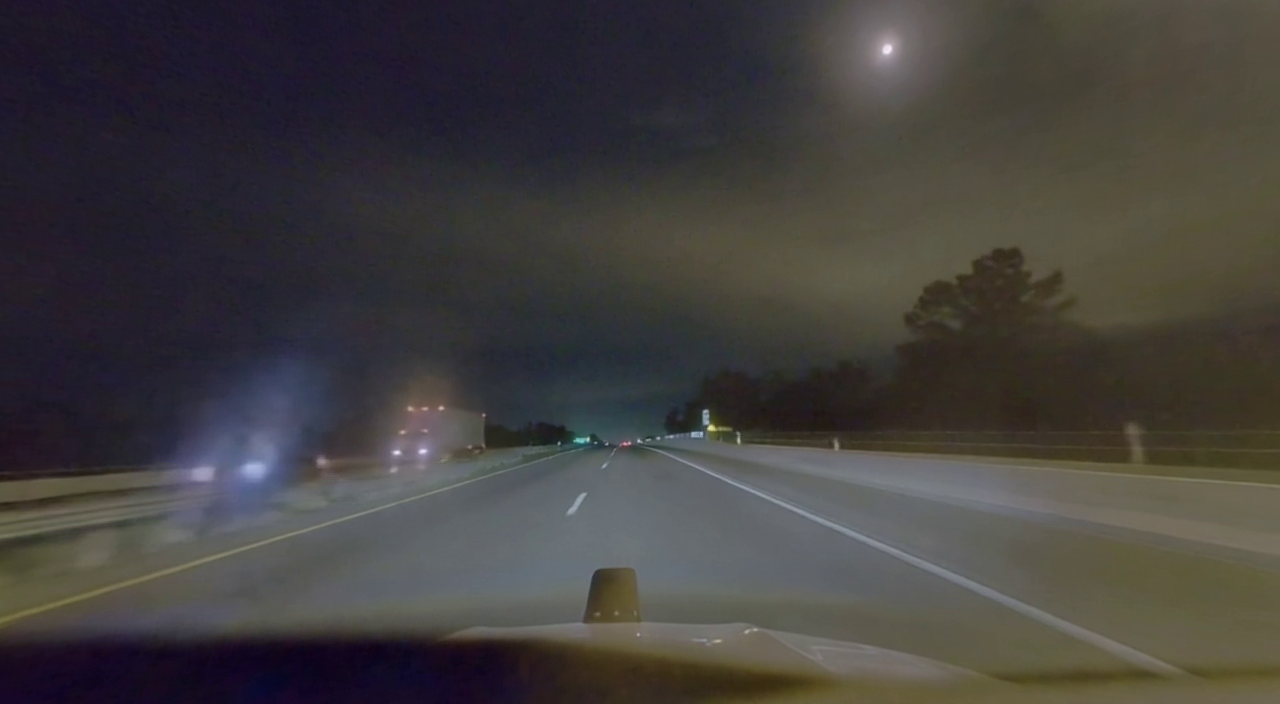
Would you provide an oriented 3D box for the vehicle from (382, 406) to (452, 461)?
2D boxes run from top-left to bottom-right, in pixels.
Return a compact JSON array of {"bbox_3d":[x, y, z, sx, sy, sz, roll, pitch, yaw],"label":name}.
[{"bbox_3d":[-17.024,6.304,48.681,3.068,3.877,6.541,0,-8,-1],"label":"vehicle"}]

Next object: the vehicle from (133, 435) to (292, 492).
[{"bbox_3d":[-12.046,3.120,18.141,1.934,1.441,3.930,0,-8,-3],"label":"vehicle"}]
